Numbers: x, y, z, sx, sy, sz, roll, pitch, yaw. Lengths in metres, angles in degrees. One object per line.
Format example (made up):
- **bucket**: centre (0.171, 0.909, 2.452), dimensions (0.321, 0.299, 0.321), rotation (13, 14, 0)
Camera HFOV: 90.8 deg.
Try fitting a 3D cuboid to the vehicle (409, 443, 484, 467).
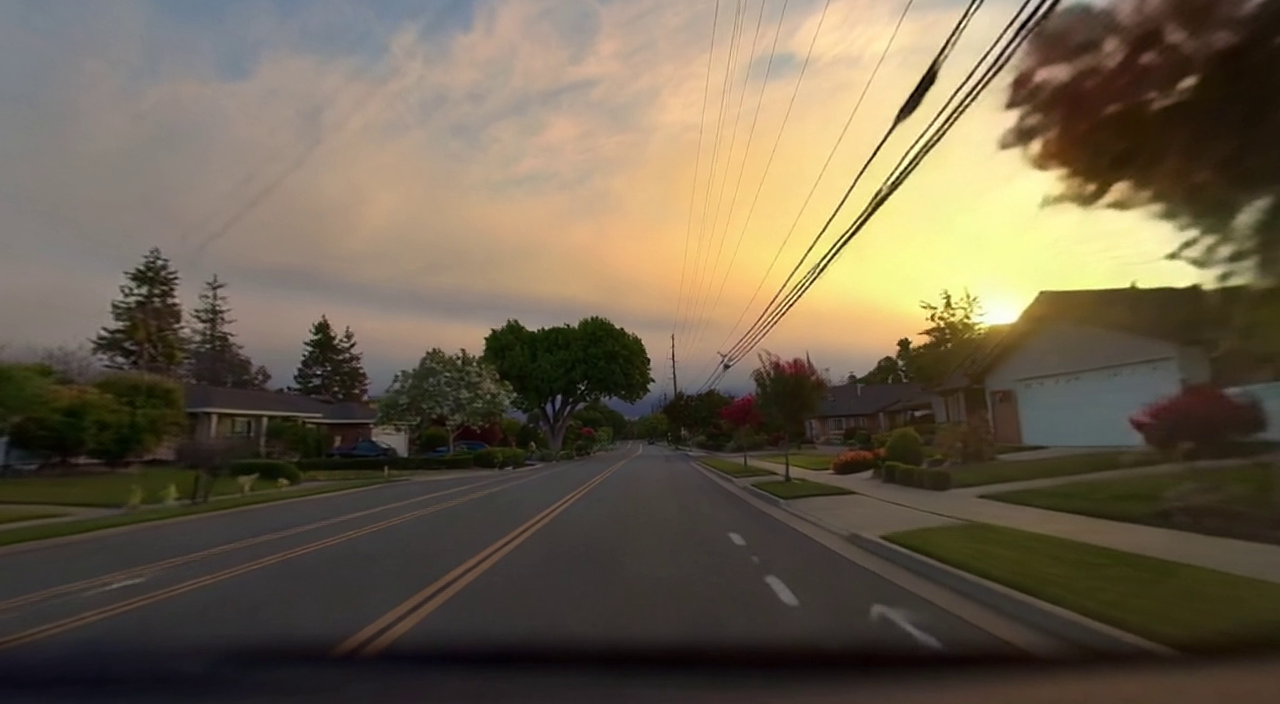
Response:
- **vehicle**: centre (-13.627, 7.264, 44.721), dimensions (4.554, 1.535, 2.261), rotation (0, -8, -2)
